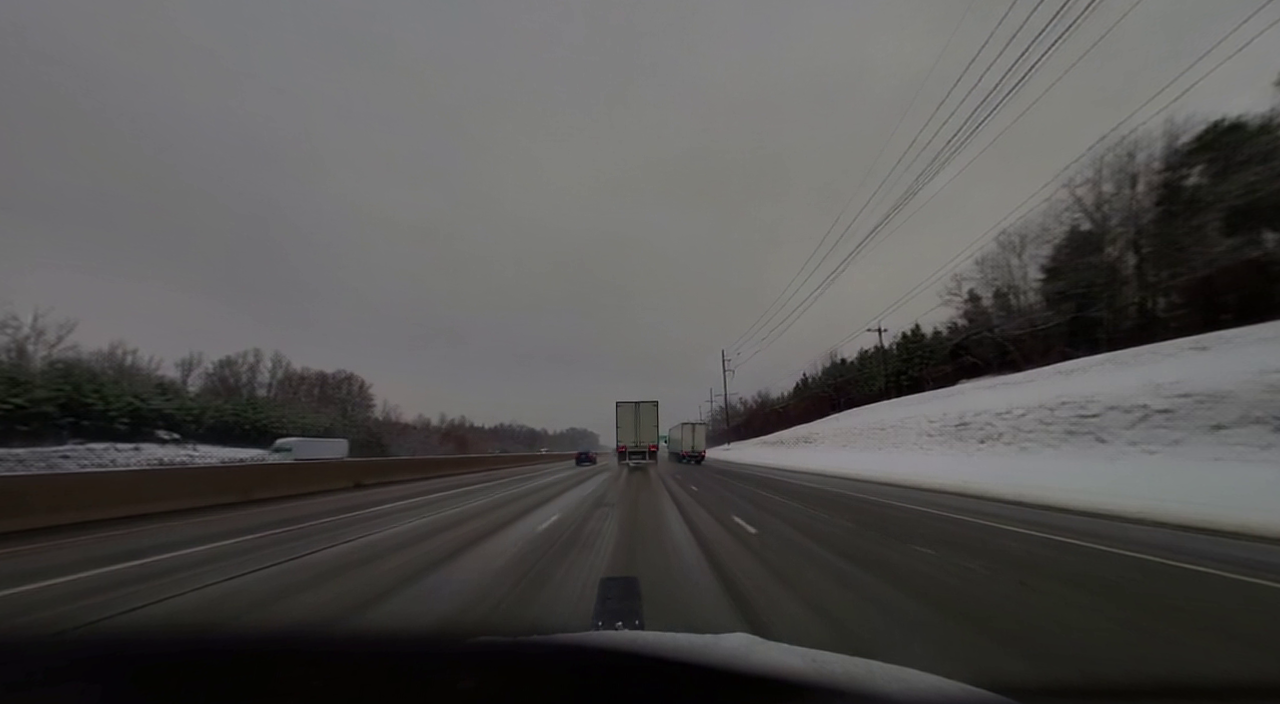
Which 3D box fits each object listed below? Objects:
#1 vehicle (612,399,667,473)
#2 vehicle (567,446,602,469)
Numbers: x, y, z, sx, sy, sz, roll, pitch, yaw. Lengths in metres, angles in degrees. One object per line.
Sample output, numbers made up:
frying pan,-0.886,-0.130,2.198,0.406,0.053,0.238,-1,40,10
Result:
vehicle,-0.024,5.443,40.084,2.985,4.025,10.982,0,-9,0
vehicle,-3.868,7.433,44.572,2.128,1.533,4.694,0,-9,-1
